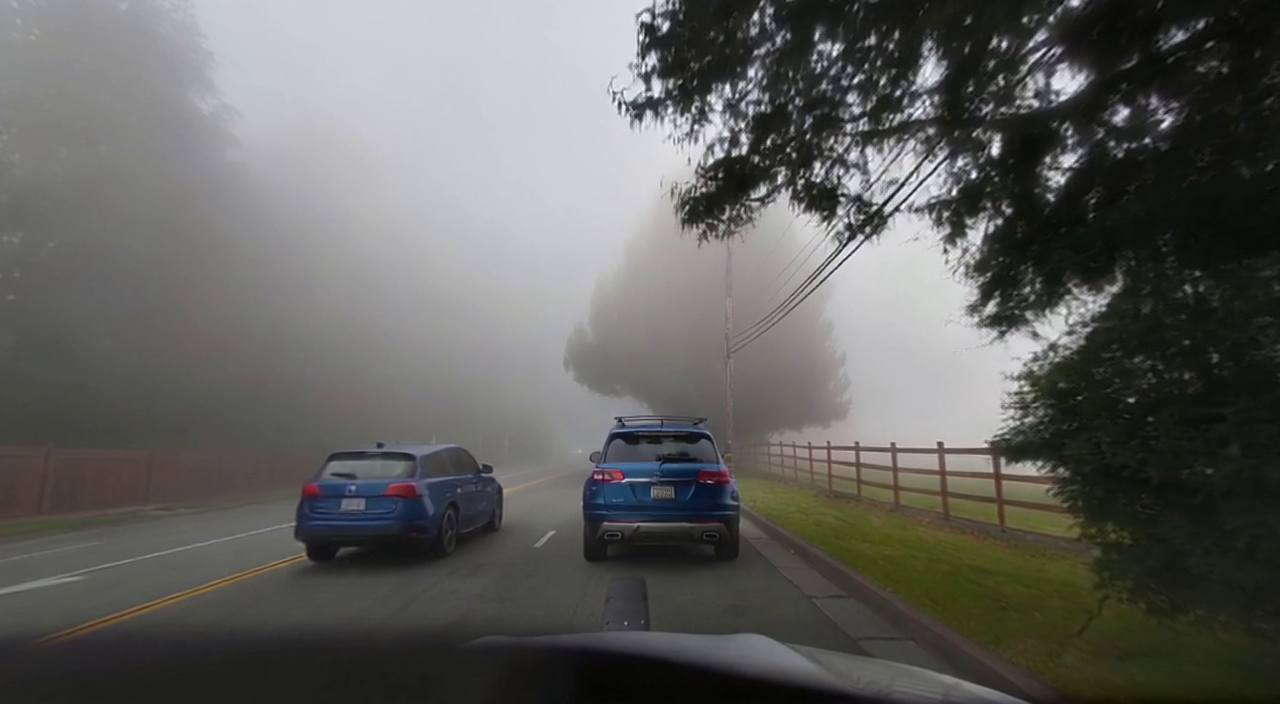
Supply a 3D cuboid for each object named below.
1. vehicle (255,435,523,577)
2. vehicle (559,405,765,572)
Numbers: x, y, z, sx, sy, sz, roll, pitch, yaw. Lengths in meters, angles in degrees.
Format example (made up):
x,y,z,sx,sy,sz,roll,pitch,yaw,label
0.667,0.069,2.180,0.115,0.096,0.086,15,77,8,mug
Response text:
x,y,z,sx,sy,sz,roll,pitch,yaw,label
-3.044,1.937,8.742,1.979,1.489,4.006,0,-8,1,vehicle
0.227,1.755,8.793,2.174,1.749,4.113,0,-9,0,vehicle
